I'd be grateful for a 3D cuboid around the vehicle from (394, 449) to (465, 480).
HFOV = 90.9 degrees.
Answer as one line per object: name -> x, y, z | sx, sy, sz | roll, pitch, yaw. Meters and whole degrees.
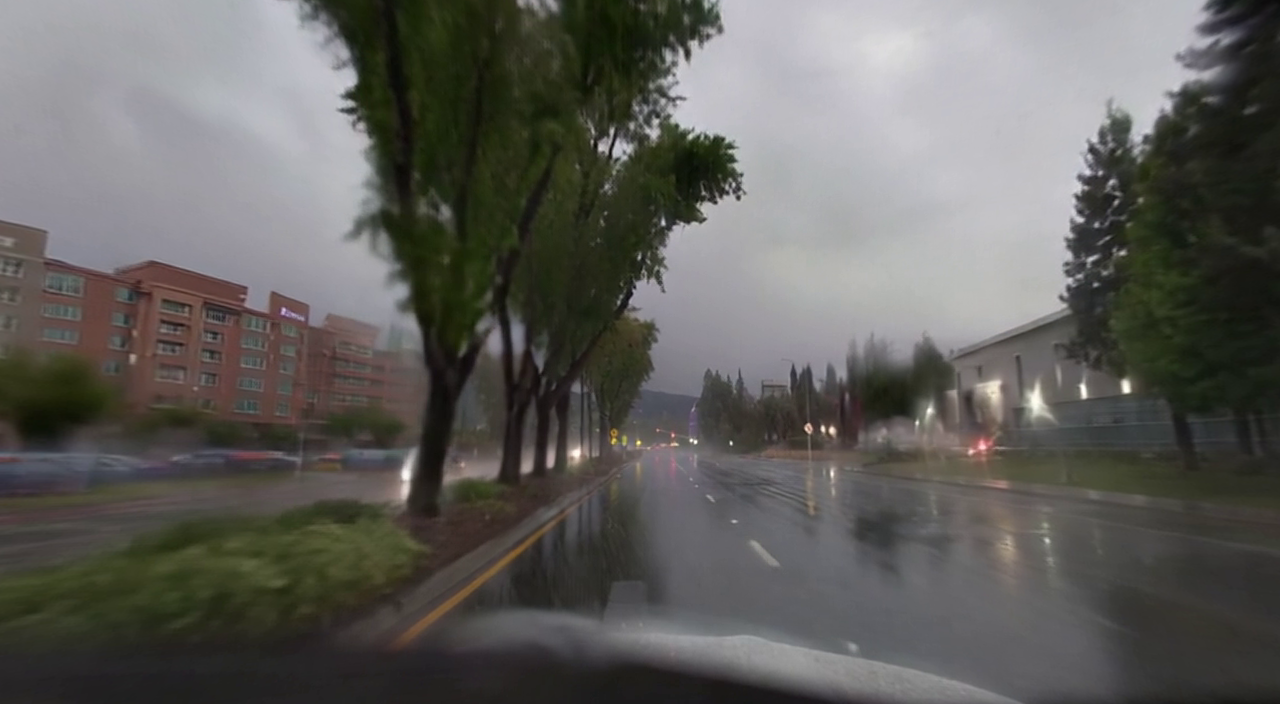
vehicle -> -10.943, 5.859, 33.155 | 1.930, 1.494, 4.706 | -1, -8, 2
